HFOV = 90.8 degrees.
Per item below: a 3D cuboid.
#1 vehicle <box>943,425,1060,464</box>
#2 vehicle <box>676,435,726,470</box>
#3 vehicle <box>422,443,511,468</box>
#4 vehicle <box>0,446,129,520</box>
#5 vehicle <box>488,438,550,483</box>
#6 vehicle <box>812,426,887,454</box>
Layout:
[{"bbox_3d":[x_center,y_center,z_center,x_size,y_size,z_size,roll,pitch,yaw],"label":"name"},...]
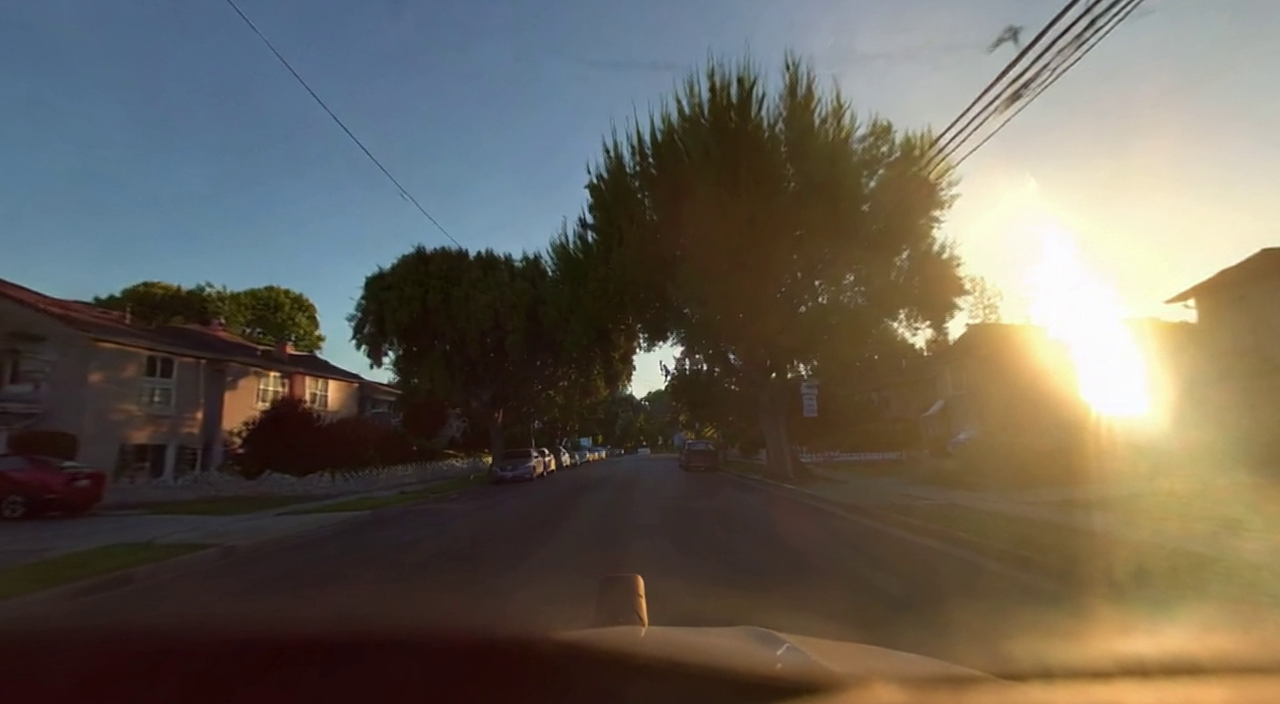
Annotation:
[{"bbox_3d":[17.268,4.441,30.373,4.268,1.788,2.156,0,-9,1],"label":"vehicle"},{"bbox_3d":[3.670,6.209,39.270,2.407,1.948,6.408,0,-8,0],"label":"vehicle"},{"bbox_3d":[-13.308,7.978,48.804,6.224,1.862,2.312,0,-8,0],"label":"vehicle"},{"bbox_3d":[-16.097,3.282,16.053,4.402,1.741,1.951,0,-9,-1],"label":"vehicle"},{"bbox_3d":[-5.932,5.323,31.556,2.050,1.911,4.852,-3,-7,0],"label":"vehicle"},{"bbox_3d":[15.203,6.428,45.969,4.612,1.916,2.159,0,-9,-2],"label":"vehicle"}]
